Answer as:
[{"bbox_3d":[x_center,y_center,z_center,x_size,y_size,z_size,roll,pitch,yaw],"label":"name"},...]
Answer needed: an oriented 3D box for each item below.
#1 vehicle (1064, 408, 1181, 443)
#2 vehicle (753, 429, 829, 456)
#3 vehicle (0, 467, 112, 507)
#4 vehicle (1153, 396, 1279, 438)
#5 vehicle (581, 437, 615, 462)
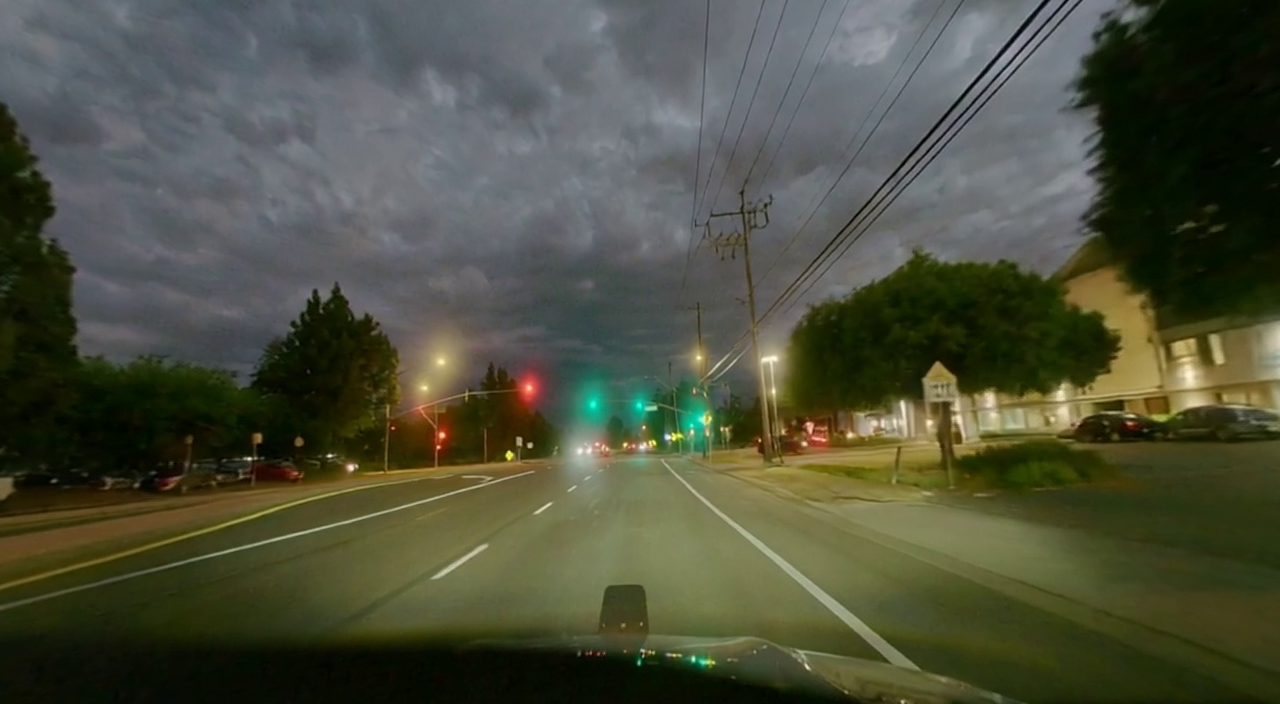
[{"bbox_3d":[25.265,3.866,33.099,4.461,1.695,1.999,-1,-7,0],"label":"vehicle"},{"bbox_3d":[10.573,6.365,44.423,4.765,1.738,2.101,0,-8,-3],"label":"vehicle"},{"bbox_3d":[-27.064,6.075,28.513,4.519,1.598,2.055,-1,-8,2],"label":"vehicle"},{"bbox_3d":[25.550,2.858,27.475,4.690,1.742,2.008,0,-7,-4],"label":"vehicle"},{"bbox_3d":[-3.163,7.490,48.689,2.229,1.821,4.681,-1,-8,1],"label":"vehicle"}]
